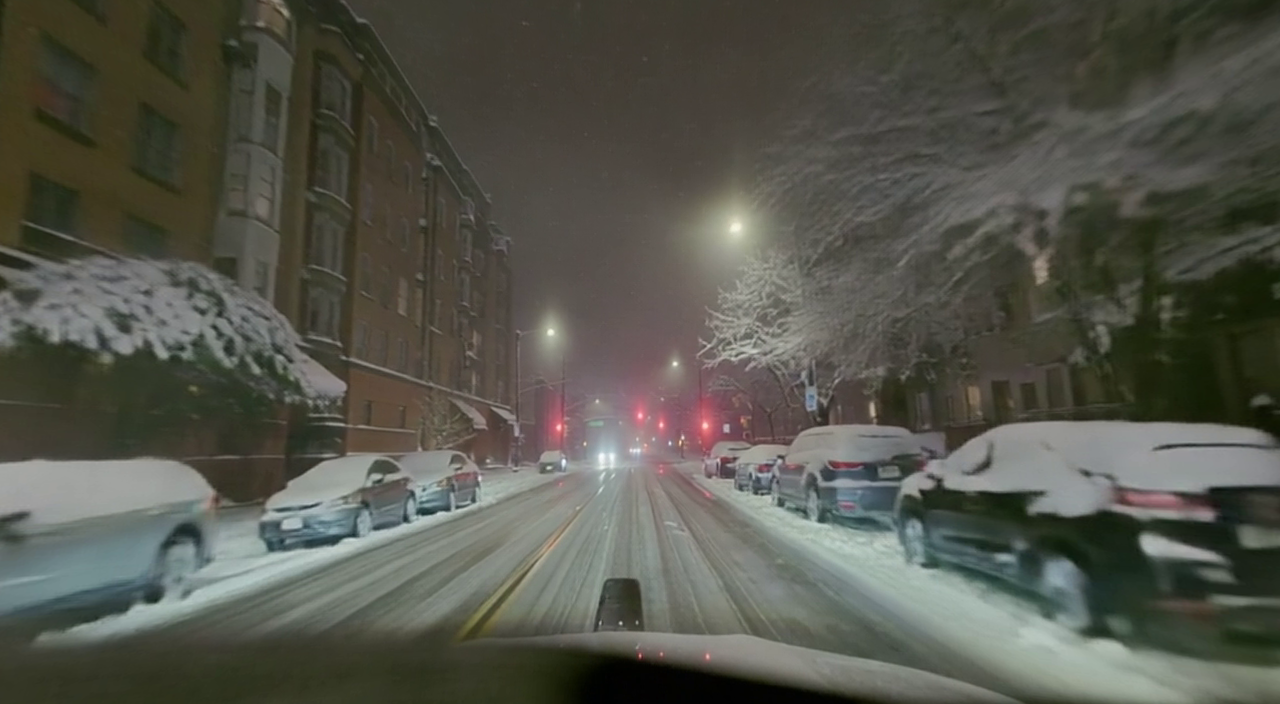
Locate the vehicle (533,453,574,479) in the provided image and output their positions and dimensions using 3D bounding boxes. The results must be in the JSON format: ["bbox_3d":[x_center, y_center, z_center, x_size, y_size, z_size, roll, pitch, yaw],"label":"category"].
[{"bbox_3d":[-5.793,7.651,42.676,1.947,1.473,4.397,-5,-9,1],"label":"vehicle"}]

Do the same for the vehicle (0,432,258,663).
[{"bbox_3d":[-5.964,1.744,5.699,2.077,1.756,4.665,-7,-9,1],"label":"vehicle"}]

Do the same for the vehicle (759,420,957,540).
[{"bbox_3d":[3.925,2.405,12.635,2.093,1.857,5.414,0,-9,1],"label":"vehicle"}]

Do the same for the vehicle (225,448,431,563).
[{"bbox_3d":[-5.871,2.848,12.542,1.929,1.681,4.216,-5,-9,0],"label":"vehicle"}]

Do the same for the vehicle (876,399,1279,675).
[{"bbox_3d":[4.009,1.447,6.060,1.782,1.669,4.226,0,-9,-1],"label":"vehicle"}]
